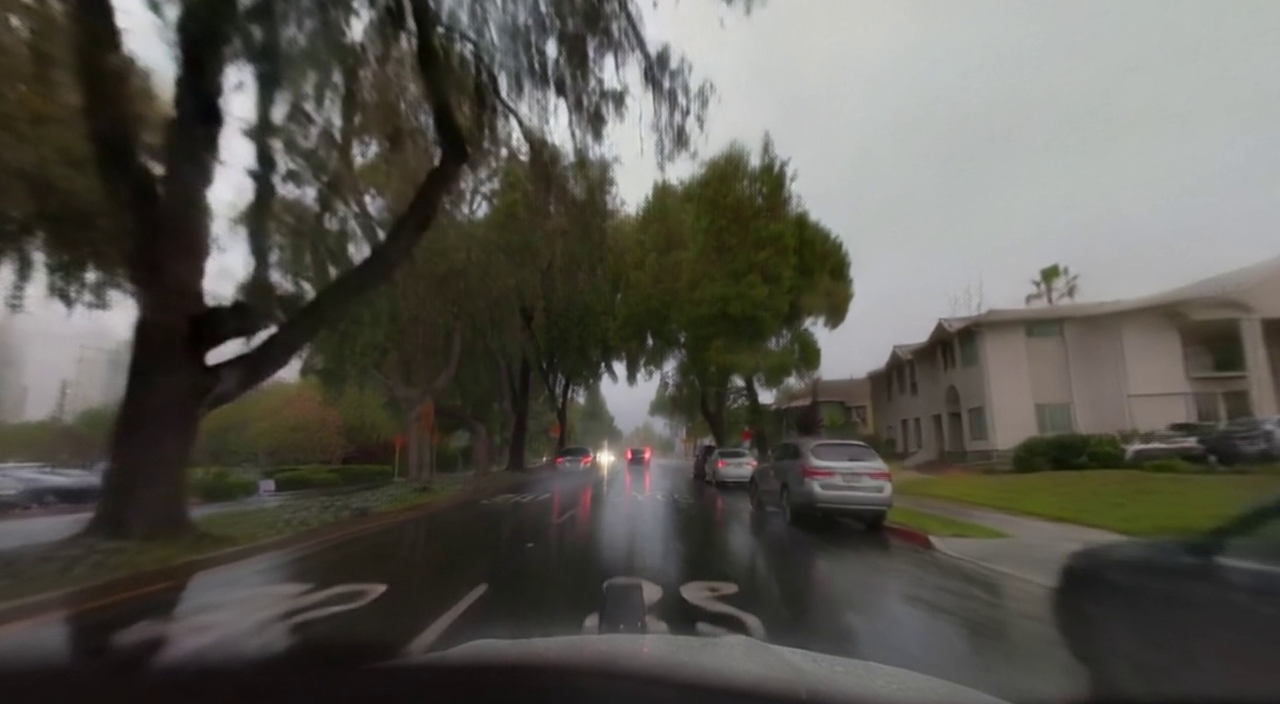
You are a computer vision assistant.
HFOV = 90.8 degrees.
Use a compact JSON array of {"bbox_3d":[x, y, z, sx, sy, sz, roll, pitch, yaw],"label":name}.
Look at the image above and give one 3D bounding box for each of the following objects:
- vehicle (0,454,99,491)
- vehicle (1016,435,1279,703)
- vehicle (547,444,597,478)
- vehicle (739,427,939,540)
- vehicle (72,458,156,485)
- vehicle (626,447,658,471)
[{"bbox_3d":[-41.089,8.147,43.261,2.306,2.086,6.132,-2,-7,5],"label":"vehicle"},{"bbox_3d":[3.741,1.024,2.120,2.019,1.495,4.755,0,-9,0],"label":"vehicle"},{"bbox_3d":[-3.532,5.794,33.759,2.129,1.668,4.722,0,-9,0],"label":"vehicle"},{"bbox_3d":[3.742,2.579,13.170,2.273,1.860,5.077,0,-9,-3],"label":"vehicle"},{"bbox_3d":[-36.283,8.216,43.754,1.890,1.711,4.456,0,-9,1],"label":"vehicle"},{"bbox_3d":[0.167,7.504,44.585,2.142,1.548,4.273,0,-9,1],"label":"vehicle"}]
